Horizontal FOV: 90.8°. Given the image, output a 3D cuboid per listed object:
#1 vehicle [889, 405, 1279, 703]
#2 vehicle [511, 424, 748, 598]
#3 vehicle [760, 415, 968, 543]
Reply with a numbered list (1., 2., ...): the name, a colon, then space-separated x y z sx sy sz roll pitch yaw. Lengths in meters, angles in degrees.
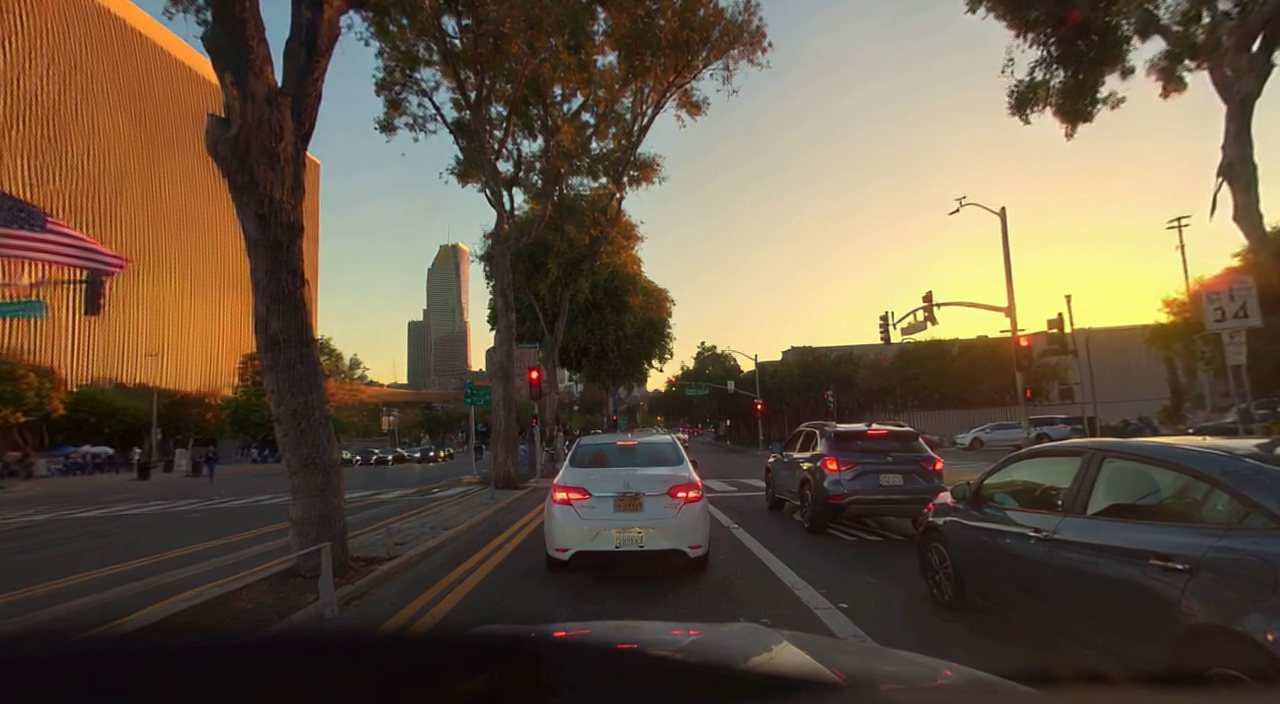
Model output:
1. vehicle: 3.387 1.175 4.012 1.833 1.465 4.258 0 -8 -1
2. vehicle: -0.102 1.696 7.557 2.096 1.521 3.747 0 -8 0
3. vehicle: 3.522 2.095 11.051 1.978 1.738 4.599 0 -8 1
